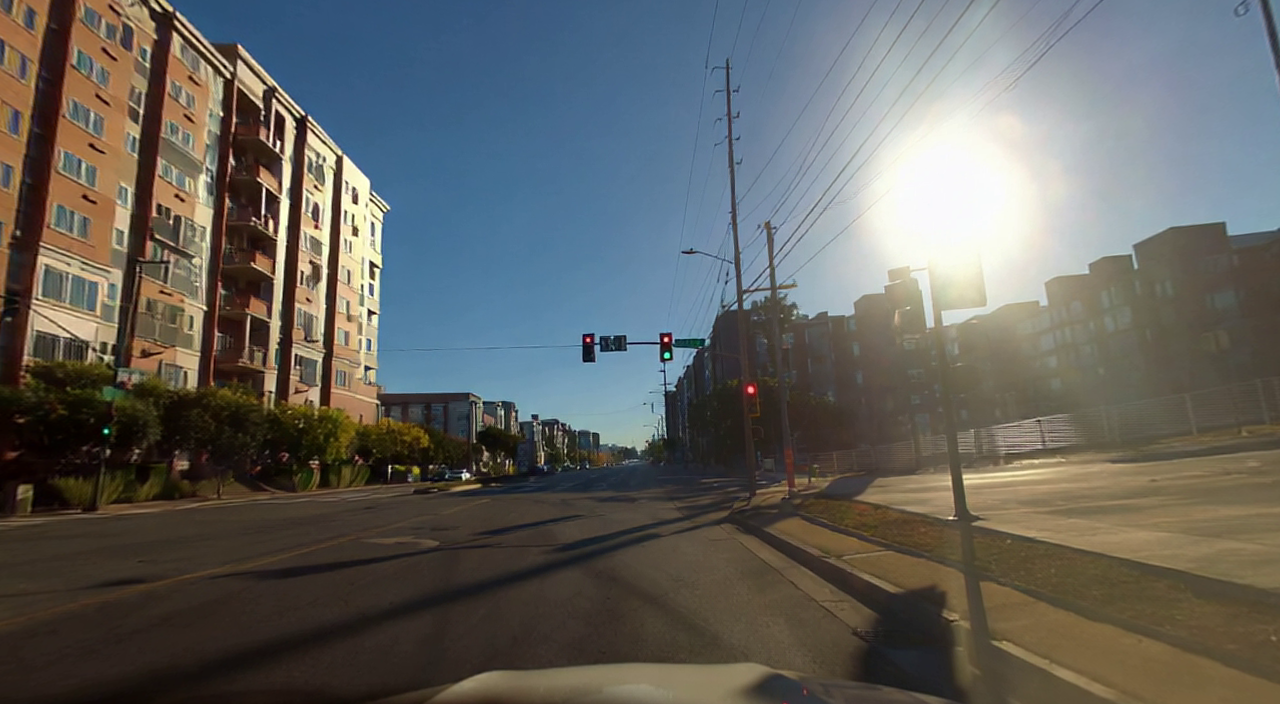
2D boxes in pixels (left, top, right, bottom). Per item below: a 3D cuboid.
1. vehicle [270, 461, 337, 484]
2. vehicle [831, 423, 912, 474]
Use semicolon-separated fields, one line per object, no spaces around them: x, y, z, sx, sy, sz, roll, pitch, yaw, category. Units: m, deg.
-24.686;8.830;46.290;3.882;1.600;1.768;0;-9;2;vehicle
14.979;6.343;41.420;2.948;3.071;7.295;0;-9;4;vehicle
